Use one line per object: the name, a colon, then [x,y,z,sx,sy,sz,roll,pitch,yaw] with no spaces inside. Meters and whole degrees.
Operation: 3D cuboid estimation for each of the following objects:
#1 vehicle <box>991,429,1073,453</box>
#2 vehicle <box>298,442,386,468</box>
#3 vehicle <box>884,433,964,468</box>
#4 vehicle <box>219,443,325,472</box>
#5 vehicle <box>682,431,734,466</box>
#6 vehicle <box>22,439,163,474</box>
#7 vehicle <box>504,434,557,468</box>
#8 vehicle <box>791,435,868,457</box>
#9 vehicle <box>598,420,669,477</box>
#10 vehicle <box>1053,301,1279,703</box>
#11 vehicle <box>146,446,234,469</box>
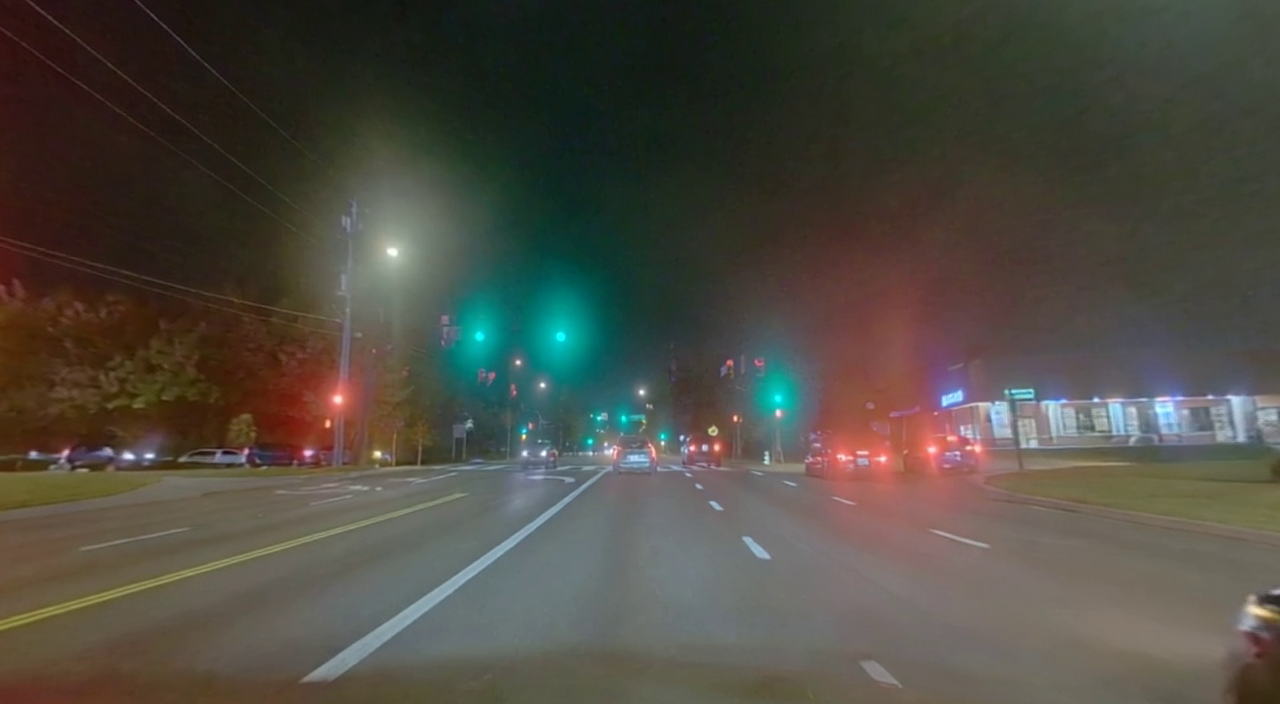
vehicle: [29.814,6.776,48.010,4.750,1.710,2.137,0,-8,-1]
vehicle: [-18.762,6.500,39.792,4.561,1.531,1.990,0,-8,1]
vehicle: [12.778,4.397,28.204,2.002,1.427,4.436,-7,-11,40]
vehicle: [-21.098,6.046,36.285,4.839,1.604,2.058,-1,-8,3]
vehicle: [3.640,5.294,34.591,2.276,1.787,4.630,0,-8,-1]
vehicle: [-31.567,6.026,36.475,5.964,1.893,2.363,0,-8,1]
vehicle: [-6.629,6.054,38.713,2.335,1.909,4.593,0,-8,1]
vehicle: [14.265,7.115,47.678,5.218,1.558,1.963,0,-9,-1]
vehicle: [-0.247,3.982,26.127,2.638,2.065,5.313,0,-8,0]
vehicle: [3.383,0.525,0.764,2.335,1.812,5.041,0,-8,0]
vehicle: [-30.789,7.215,43.220,4.466,1.527,2.028,0,-8,2]
